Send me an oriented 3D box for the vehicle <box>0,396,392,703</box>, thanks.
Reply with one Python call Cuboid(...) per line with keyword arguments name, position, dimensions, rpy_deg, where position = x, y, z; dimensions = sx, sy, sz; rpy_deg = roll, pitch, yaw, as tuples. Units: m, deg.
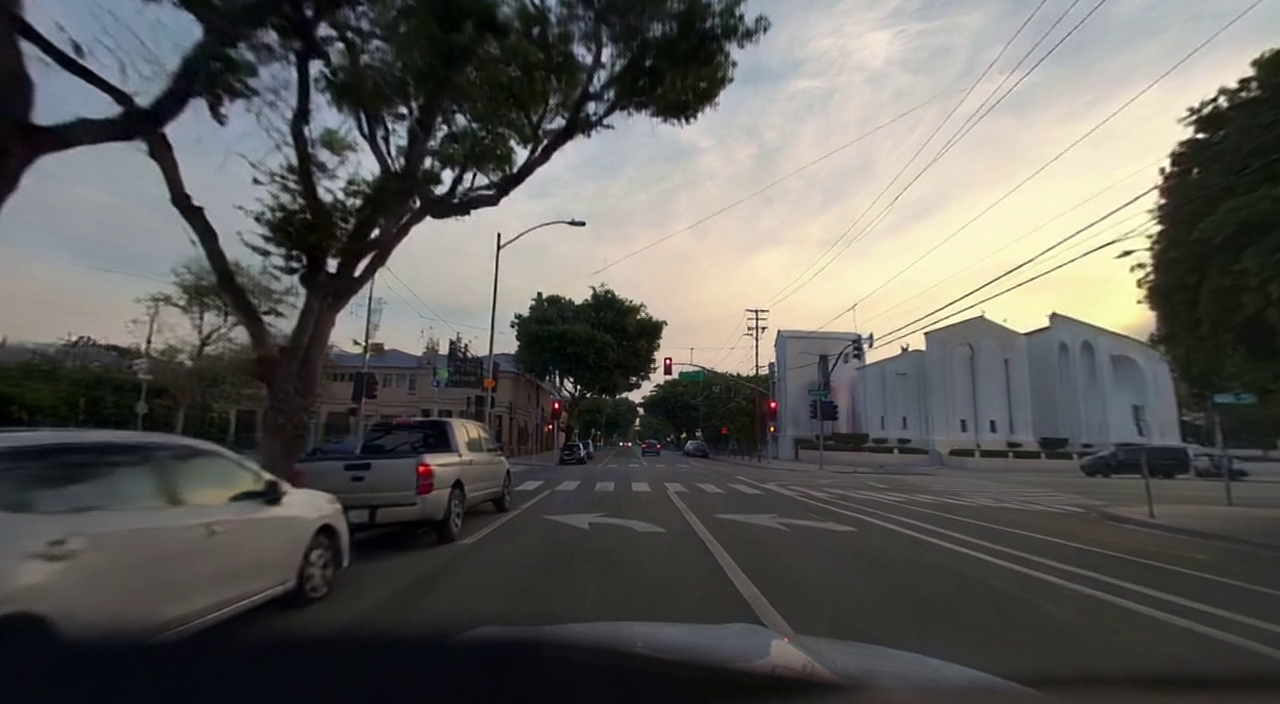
Cuboid(name="vehicle", position=(-3.476, 1.188, 4.084), dimensions=(1.855, 1.534, 4.644), rpy_deg=(0, -9, 0))
